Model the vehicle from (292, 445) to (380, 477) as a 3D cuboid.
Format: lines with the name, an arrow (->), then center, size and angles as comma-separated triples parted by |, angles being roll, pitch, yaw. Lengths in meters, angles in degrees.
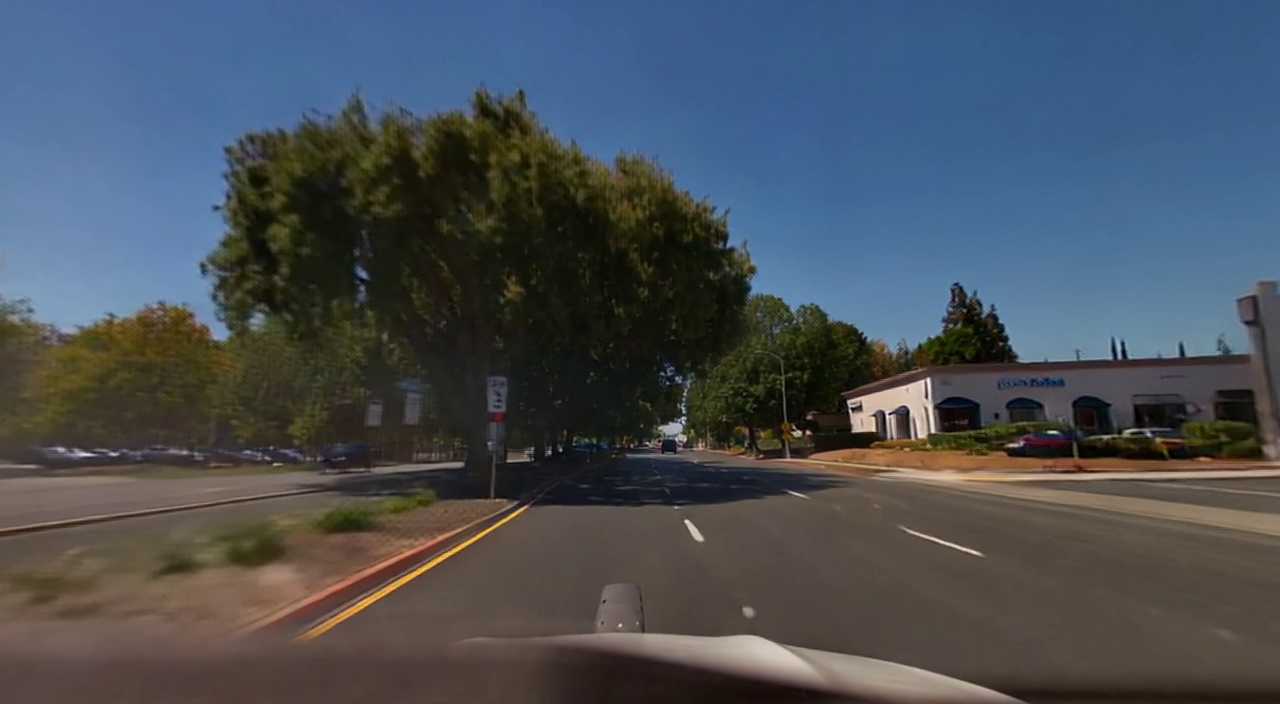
vehicle -> -14.678, 5.259, 30.791 | 1.967, 1.453, 4.539 | 0, -9, 1
